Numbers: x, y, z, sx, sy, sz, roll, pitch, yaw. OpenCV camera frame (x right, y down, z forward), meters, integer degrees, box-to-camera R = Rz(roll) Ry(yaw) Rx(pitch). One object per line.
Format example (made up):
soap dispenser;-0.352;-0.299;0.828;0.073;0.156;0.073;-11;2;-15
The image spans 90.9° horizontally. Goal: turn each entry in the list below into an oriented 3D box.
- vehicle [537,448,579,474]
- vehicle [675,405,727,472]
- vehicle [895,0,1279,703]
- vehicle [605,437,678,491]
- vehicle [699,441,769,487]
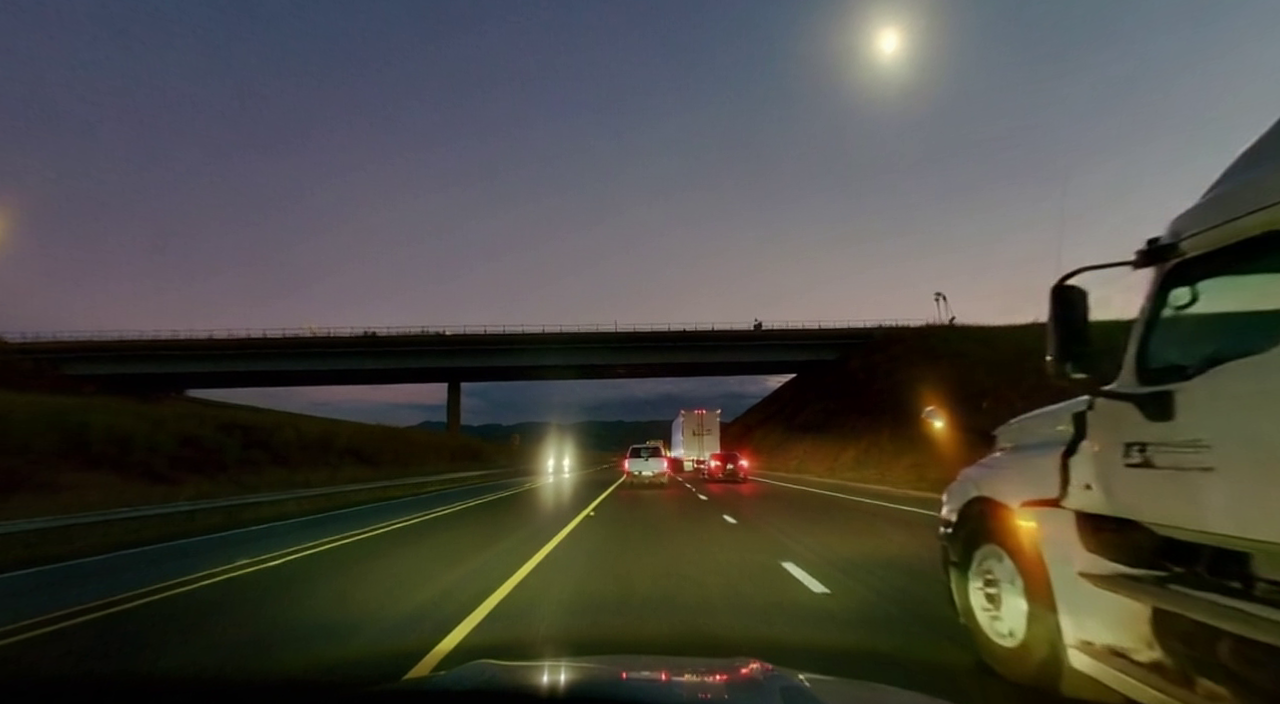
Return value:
vehicle;-5.798;7.693;44.784;2.233;1.685;4.222;-2;-9;3
vehicle;3.837;5.691;41.251;2.948;3.974;6.480;-1;-9;2
vehicle;3.000;-0.552;0.400;2.987;3.897;5.990;-1;-9;0
vehicle;0.066;3.800;21.625;2.256;1.615;4.114;-1;-9;1
vehicle;3.402;4.149;23.587;1.972;1.505;3.946;-1;-9;-1
